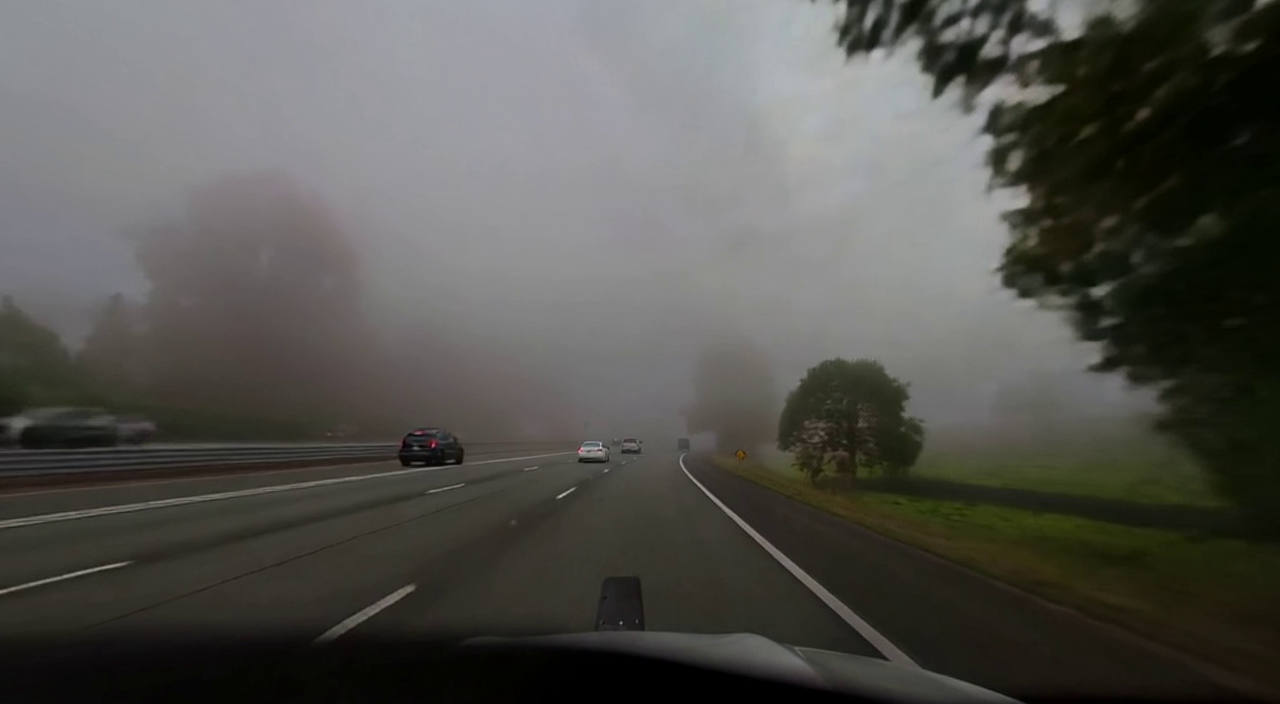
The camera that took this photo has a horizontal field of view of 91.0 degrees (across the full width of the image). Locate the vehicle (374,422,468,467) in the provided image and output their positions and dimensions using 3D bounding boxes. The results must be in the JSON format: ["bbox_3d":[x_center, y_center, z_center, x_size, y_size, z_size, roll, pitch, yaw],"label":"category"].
[{"bbox_3d":[-10.410,4.484,30.484,2.264,1.980,5.574,0,-9,3],"label":"vehicle"}]

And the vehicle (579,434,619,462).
[{"bbox_3d":[-2.610,6.302,41.286,2.035,1.673,4.469,0,-9,4],"label":"vehicle"}]

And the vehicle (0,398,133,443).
[{"bbox_3d":[-26.165,3.138,27.914,2.225,1.760,5.969,0,-9,2],"label":"vehicle"}]
